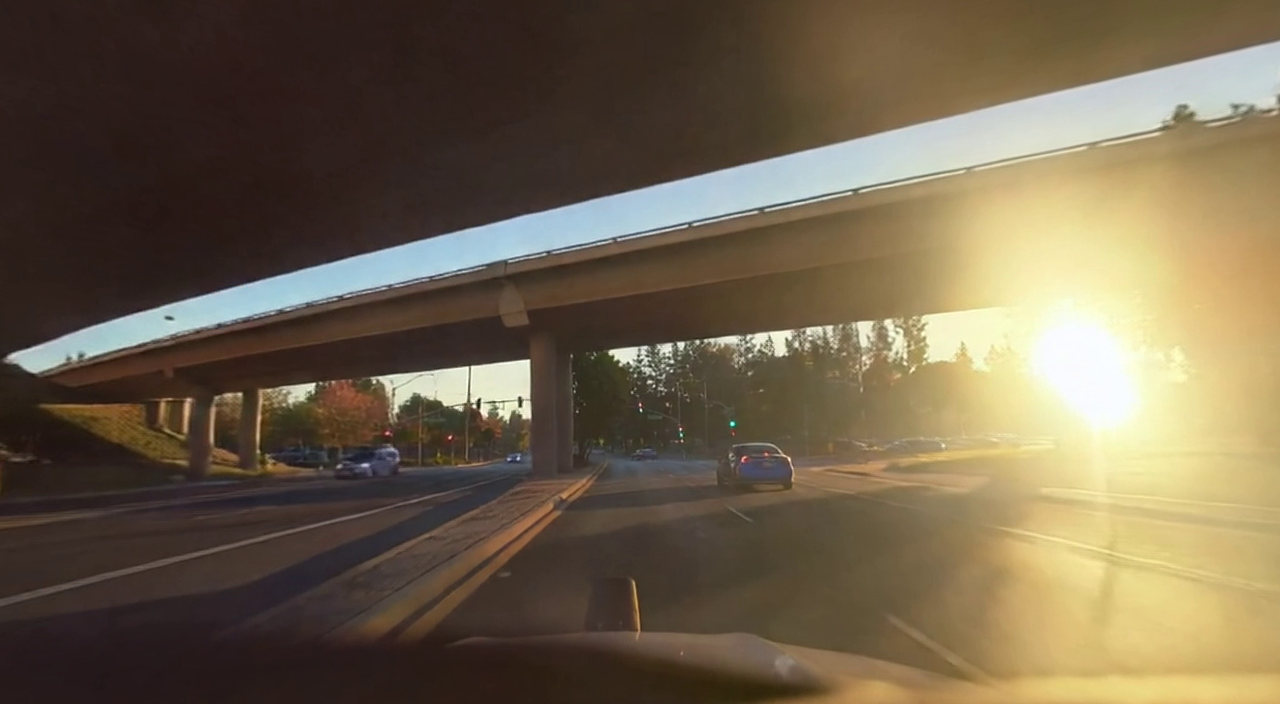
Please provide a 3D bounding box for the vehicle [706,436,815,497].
[{"bbox_3d":[3.212,3.142,17.782,2.062,1.484,4.332,0,-8,-2],"label":"vehicle"}]

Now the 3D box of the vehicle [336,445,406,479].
[{"bbox_3d":[-14.445,5.904,34.179,1.844,1.650,4.333,-1,-8,0],"label":"vehicle"}]
